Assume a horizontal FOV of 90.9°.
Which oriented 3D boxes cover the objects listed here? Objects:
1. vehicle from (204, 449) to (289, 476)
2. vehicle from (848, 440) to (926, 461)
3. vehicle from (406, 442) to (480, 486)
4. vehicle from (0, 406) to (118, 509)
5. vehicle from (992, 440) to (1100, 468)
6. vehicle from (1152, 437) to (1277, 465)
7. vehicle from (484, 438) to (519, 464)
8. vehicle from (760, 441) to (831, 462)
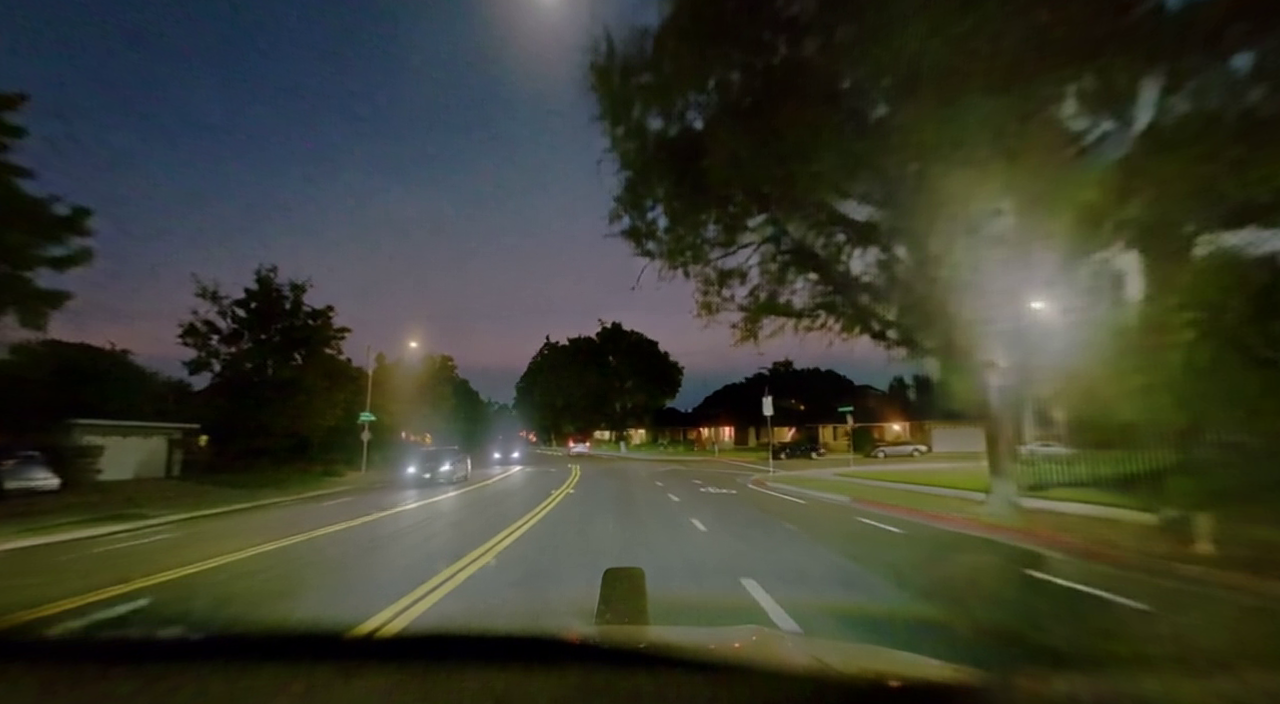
[{"bbox_3d":[-26.315,7.361,42.232,4.378,1.714,1.977,0,-8,2],"label":"vehicle"},{"bbox_3d":[17.447,6.993,44.776,4.795,1.468,1.945,-1,-9,9],"label":"vehicle"},{"bbox_3d":[-7.853,4.471,25.551,1.910,1.538,4.478,-2,-8,-4],"label":"vehicle"},{"bbox_3d":[-19.846,3.160,19.162,6.474,2.781,2.364,-2,-9,12],"label":"vehicle"},{"bbox_3d":[22.599,5.695,35.279,4.607,1.481,1.884,-2,-9,11],"label":"vehicle"},{"bbox_3d":[31.066,5.366,34.200,4.587,1.460,1.895,-1,-9,9],"label":"vehicle"},{"bbox_3d":[-9.683,6.947,44.336,2.069,1.740,4.446,1,-9,-9],"label":"vehicle"},{"bbox_3d":[11.210,7.221,45.734,4.737,1.447,1.766,-1,-9,6],"label":"vehicle"}]
